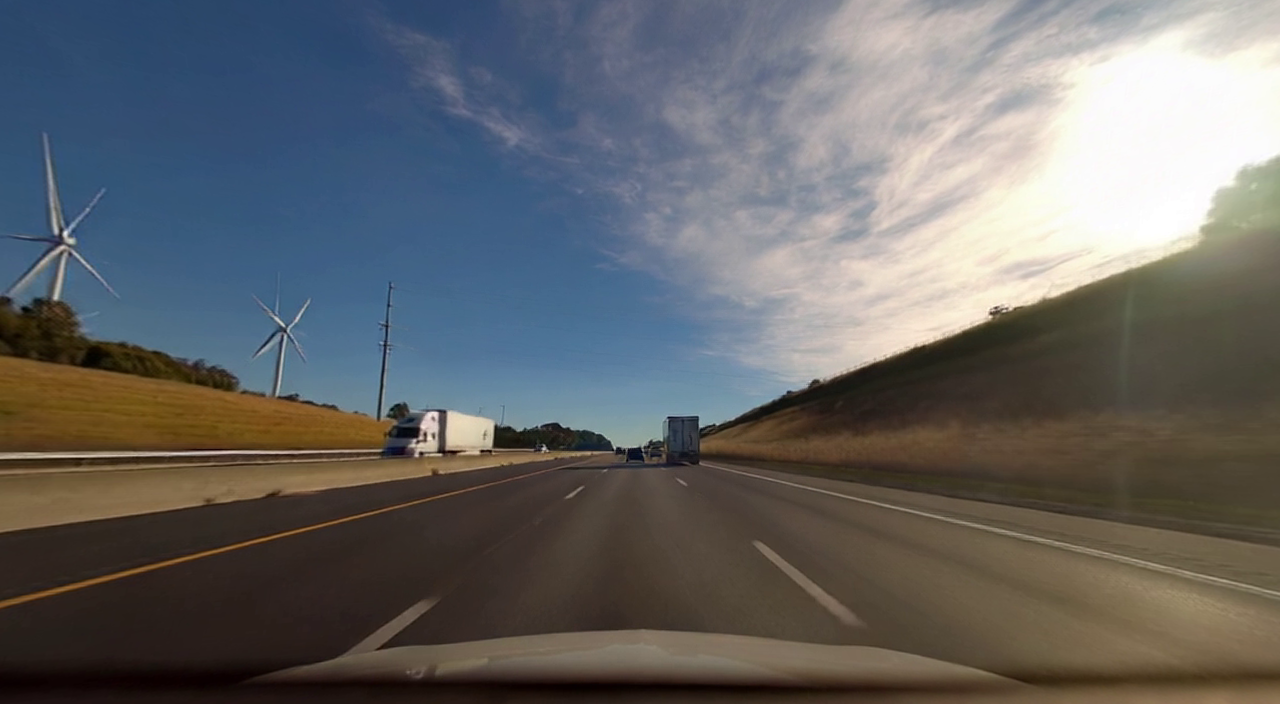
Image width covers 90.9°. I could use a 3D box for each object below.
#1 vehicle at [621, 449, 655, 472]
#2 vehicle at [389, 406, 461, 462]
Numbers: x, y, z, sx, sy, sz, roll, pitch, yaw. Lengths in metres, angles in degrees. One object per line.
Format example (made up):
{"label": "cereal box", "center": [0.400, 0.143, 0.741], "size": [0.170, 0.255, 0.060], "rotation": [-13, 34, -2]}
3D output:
{"label": "vehicle", "center": [-0.144, 7.307, 42.589], "size": [2.209, 1.453, 3.695], "rotation": [0, -9, 0]}
{"label": "vehicle", "center": [-15.734, 6.130, 46.568], "size": [3.185, 3.867, 5.948], "rotation": [0, -9, -1]}
